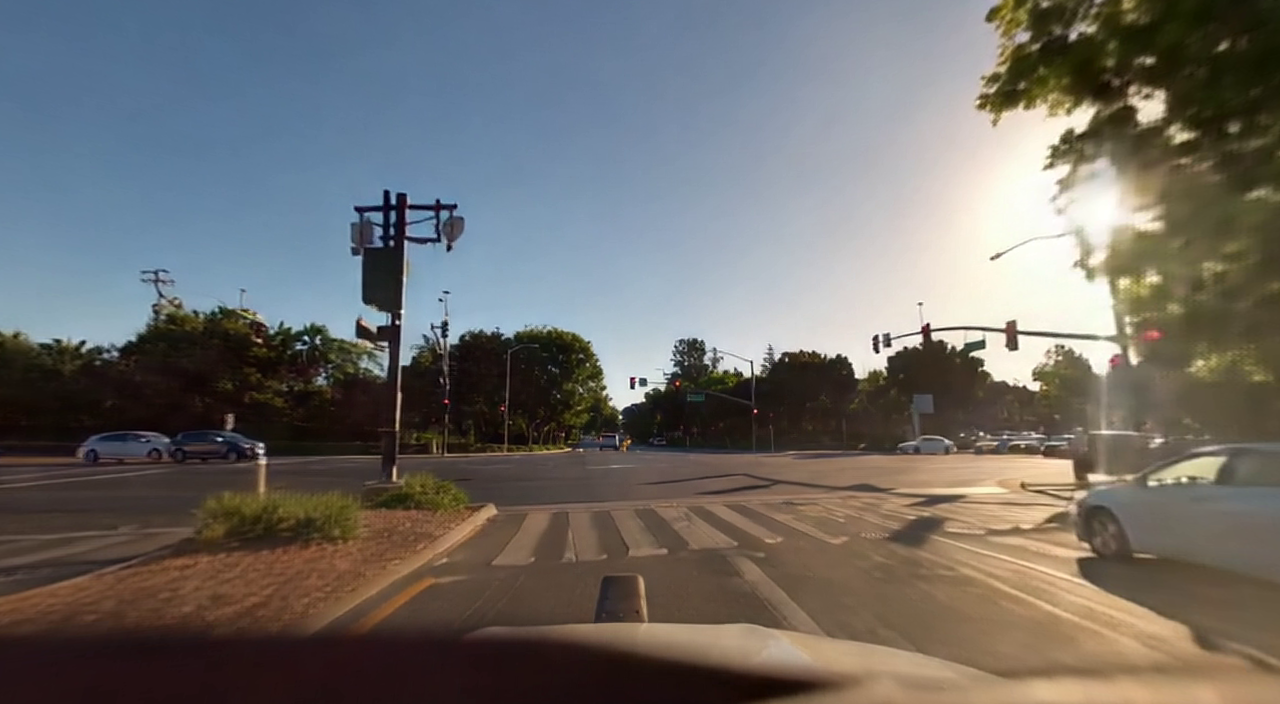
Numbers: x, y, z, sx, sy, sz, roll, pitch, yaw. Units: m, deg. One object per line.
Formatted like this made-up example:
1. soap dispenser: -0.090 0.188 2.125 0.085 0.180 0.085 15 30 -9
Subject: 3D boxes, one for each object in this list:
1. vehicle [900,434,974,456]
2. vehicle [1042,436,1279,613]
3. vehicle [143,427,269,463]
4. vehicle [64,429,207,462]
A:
1. vehicle: 21.029 6.599 44.697 4.516 1.468 1.962 3 -9 -18
2. vehicle: 6.085 1.523 5.946 1.815 1.417 4.125 0 -9 -1
3. vehicle: -19.911 4.290 29.204 4.331 1.544 1.896 2 -9 -17
4. vehicle: -24.173 4.508 30.469 4.912 1.485 1.922 2 -9 -15
